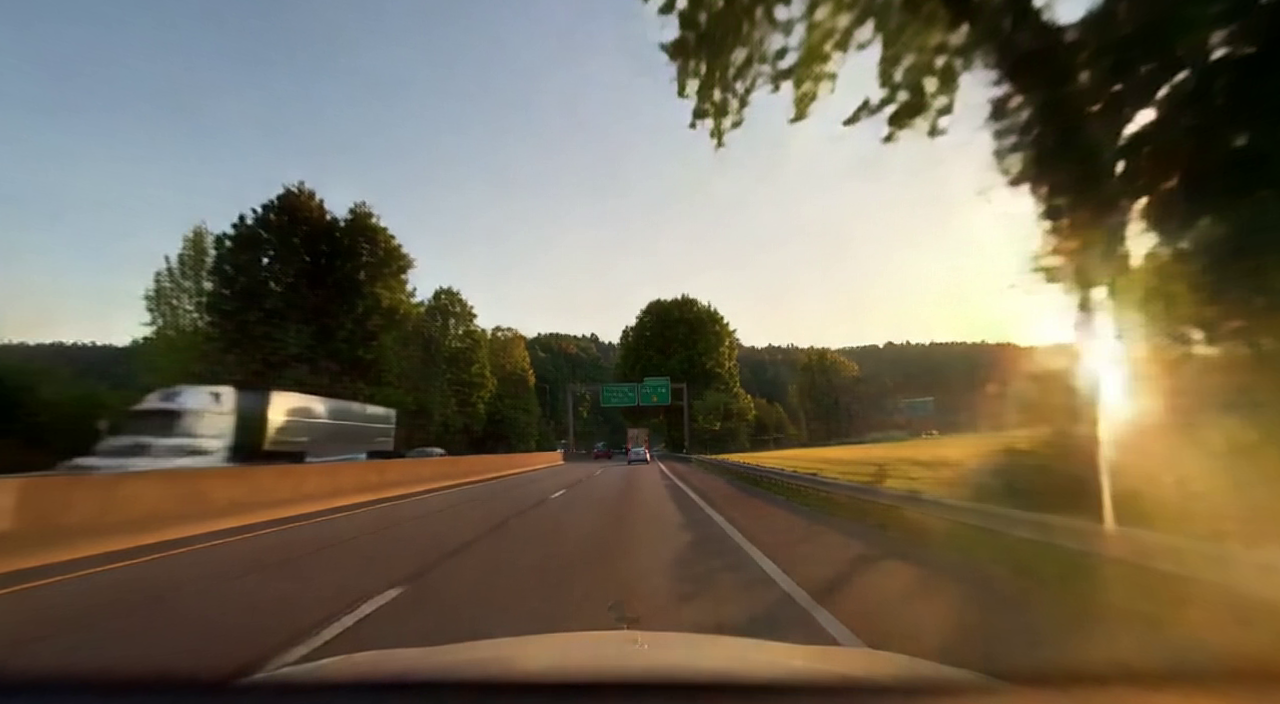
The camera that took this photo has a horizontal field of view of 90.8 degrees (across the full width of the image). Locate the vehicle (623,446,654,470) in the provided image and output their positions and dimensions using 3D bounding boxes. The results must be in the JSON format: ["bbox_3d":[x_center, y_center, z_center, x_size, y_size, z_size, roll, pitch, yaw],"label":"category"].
[{"bbox_3d":[-0.099,6.564,39.226,1.853,1.436,3.438,0,-9,-1],"label":"vehicle"}]

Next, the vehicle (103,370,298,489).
[{"bbox_3d":[-16.242,3.018,24.001,2.910,3.942,5.877,0,-9,0],"label":"vehicle"}]

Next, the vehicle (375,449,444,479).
[{"bbox_3d":[-11.648,5.675,32.176,1.932,1.384,4.216,0,-9,0],"label":"vehicle"}]
